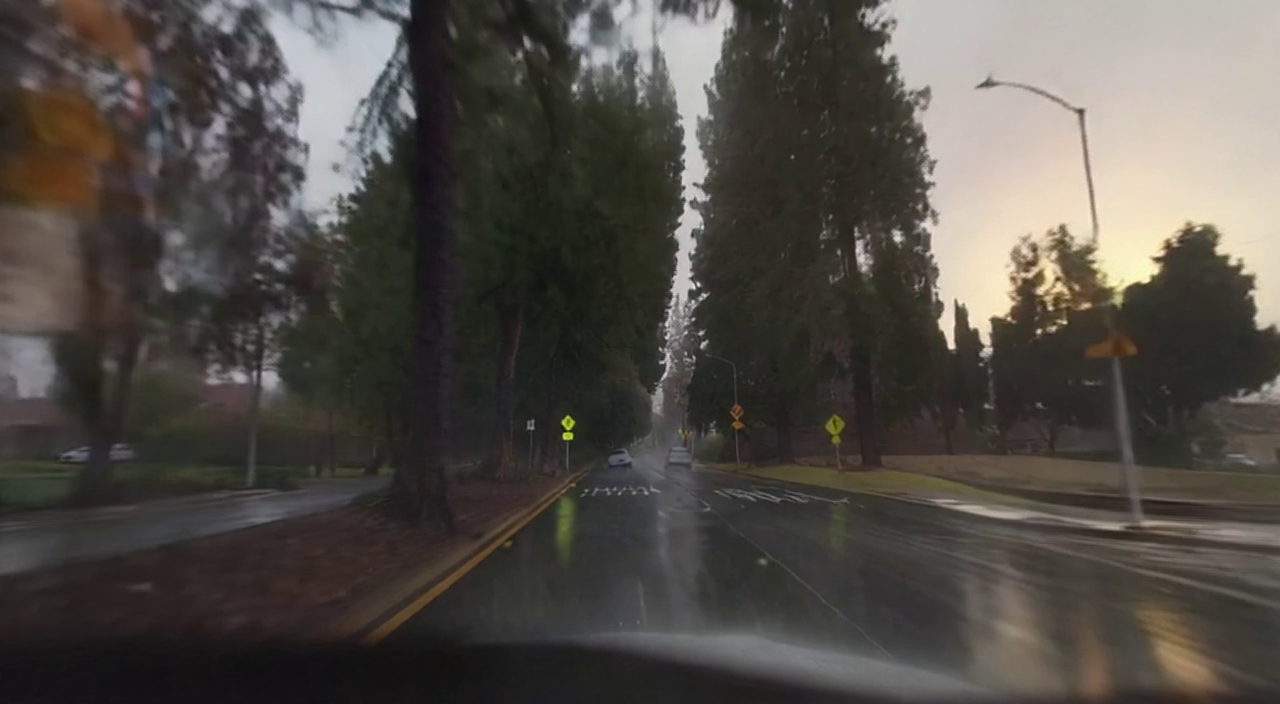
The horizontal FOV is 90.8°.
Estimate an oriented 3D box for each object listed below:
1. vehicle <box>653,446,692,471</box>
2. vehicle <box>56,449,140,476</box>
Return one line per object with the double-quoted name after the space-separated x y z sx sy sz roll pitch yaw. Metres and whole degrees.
2.027 6.790 40.565 2.142 1.501 4.273 0 -9 -2 "vehicle"
-38.714 7.862 45.204 4.112 1.776 1.968 -1 -8 0 "vehicle"
